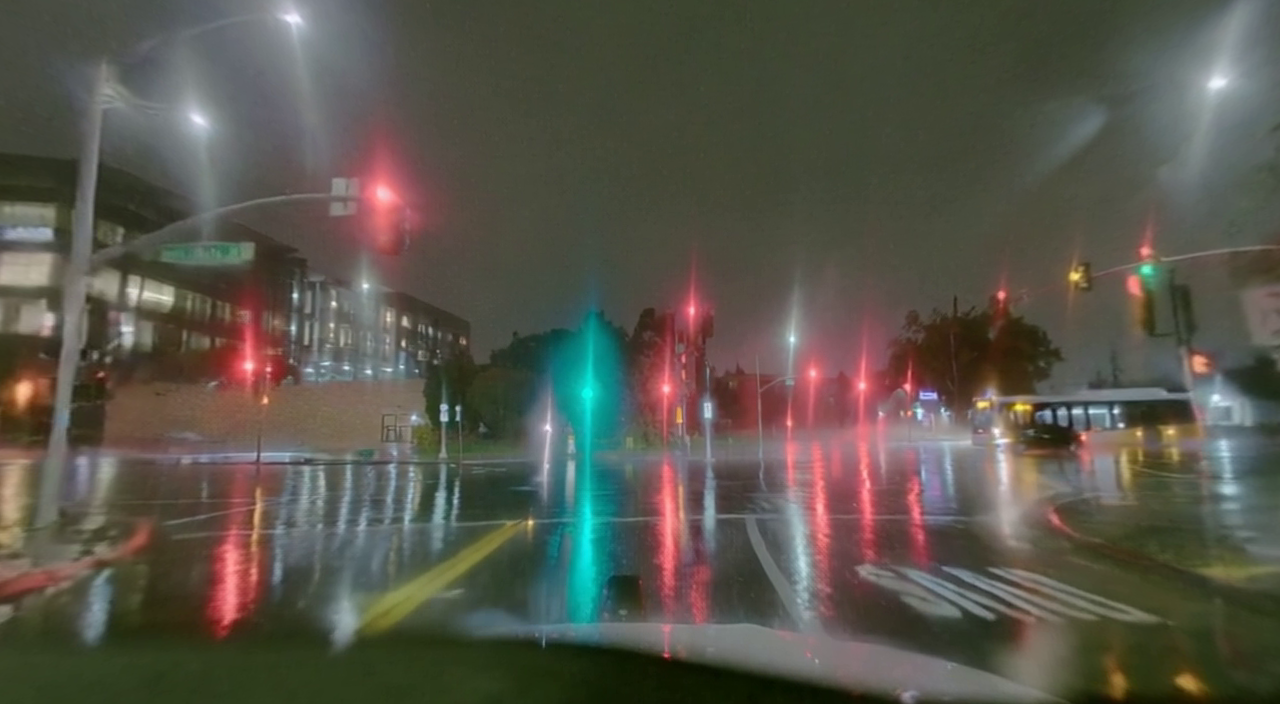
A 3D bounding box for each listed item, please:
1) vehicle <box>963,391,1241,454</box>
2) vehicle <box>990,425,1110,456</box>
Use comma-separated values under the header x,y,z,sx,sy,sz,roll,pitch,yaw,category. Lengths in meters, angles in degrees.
x,y,z,sx,sy,sz,roll,pitch,yaw,category
25.110,3.935,34.576,12.822,3.296,3.033,0,-9,-1,vehicle
19.865,4.315,30.516,4.538,1.461,1.805,0,-9,0,vehicle
